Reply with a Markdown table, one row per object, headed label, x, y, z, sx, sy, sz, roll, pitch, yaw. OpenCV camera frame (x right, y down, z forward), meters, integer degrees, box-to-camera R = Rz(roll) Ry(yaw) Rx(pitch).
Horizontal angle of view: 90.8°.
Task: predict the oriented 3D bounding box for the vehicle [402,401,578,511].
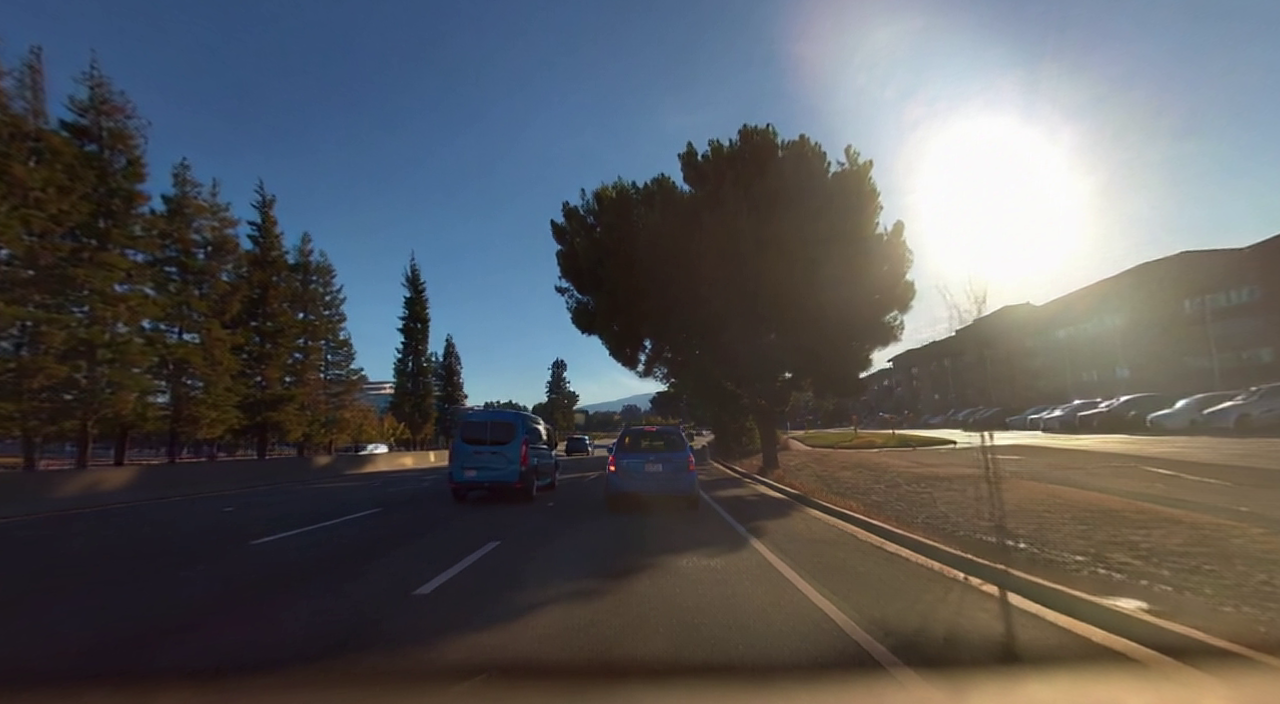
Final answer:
| label | x | y | z | sx | sy | sz | roll | pitch | yaw |
| --- | --- | --- | --- | --- | --- | --- | --- | --- | --- |
| vehicle | -3.123 | 2.376 | 14.779 | 2.486 | 2.074 | 5.456 | -1 | -8 | 3 |

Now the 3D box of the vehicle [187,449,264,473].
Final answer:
| label | x | y | z | sx | sy | sz | roll | pitch | yaw |
| --- | --- | --- | --- | --- | --- | --- | --- | --- | --- |
| vehicle | -32.624 | 8.570 | 49.937 | 1.977 | 1.788 | 4.978 | -2 | -9 | 12 |

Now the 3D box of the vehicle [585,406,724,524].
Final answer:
| label | x | y | z | sx | sy | sz | roll | pitch | yaw |
| --- | --- | --- | --- | --- | --- | --- | --- | --- | --- |
| vehicle | 0.301 | 2.075 | 12.038 | 2.173 | 1.830 | 4.189 | 0 | -8 | 2 |
